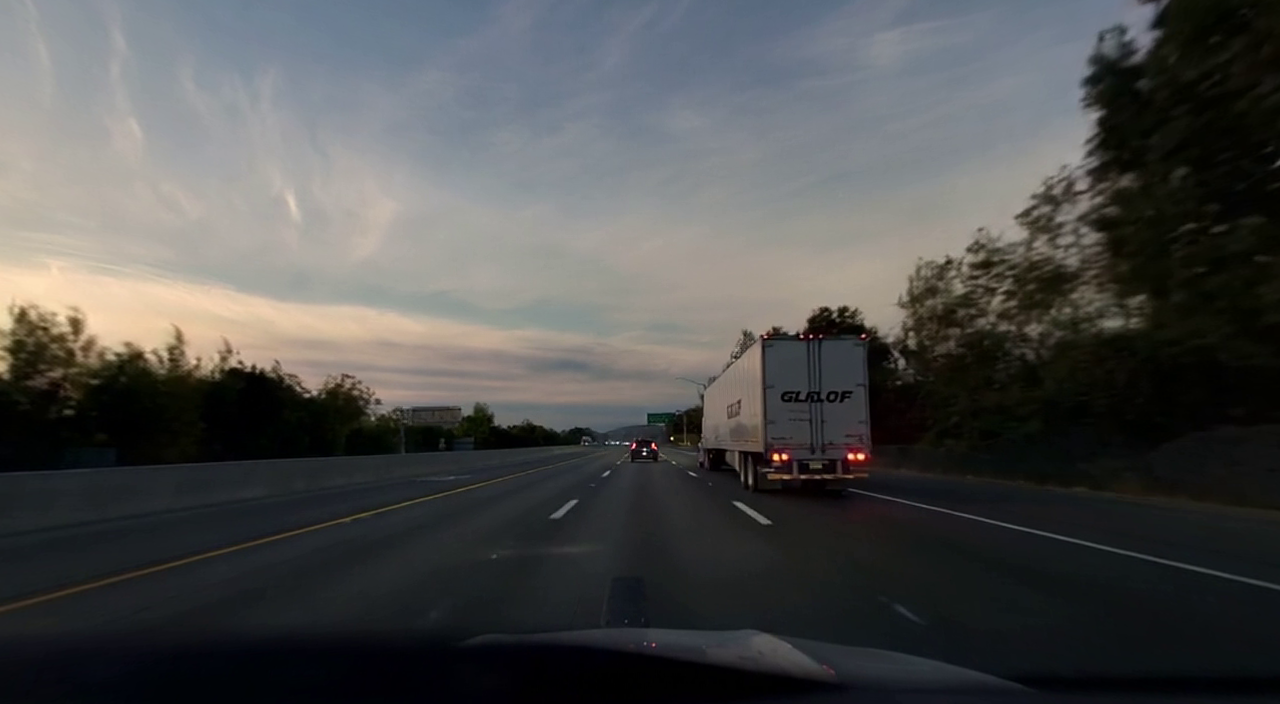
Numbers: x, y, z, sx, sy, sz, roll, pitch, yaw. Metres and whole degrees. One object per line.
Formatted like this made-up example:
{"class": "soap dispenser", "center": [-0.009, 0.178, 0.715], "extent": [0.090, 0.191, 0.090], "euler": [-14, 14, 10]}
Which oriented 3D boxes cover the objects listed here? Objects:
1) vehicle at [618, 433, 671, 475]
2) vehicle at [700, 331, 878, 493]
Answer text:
{"class": "vehicle", "center": [0.203, 4.335, 26.975], "extent": [2.111, 1.635, 4.177], "euler": [0, -8, 1]}
{"class": "vehicle", "center": [4.497, 2.568, 23.609], "extent": [2.936, 4.125, 15.204], "euler": [0, -8, 0]}
